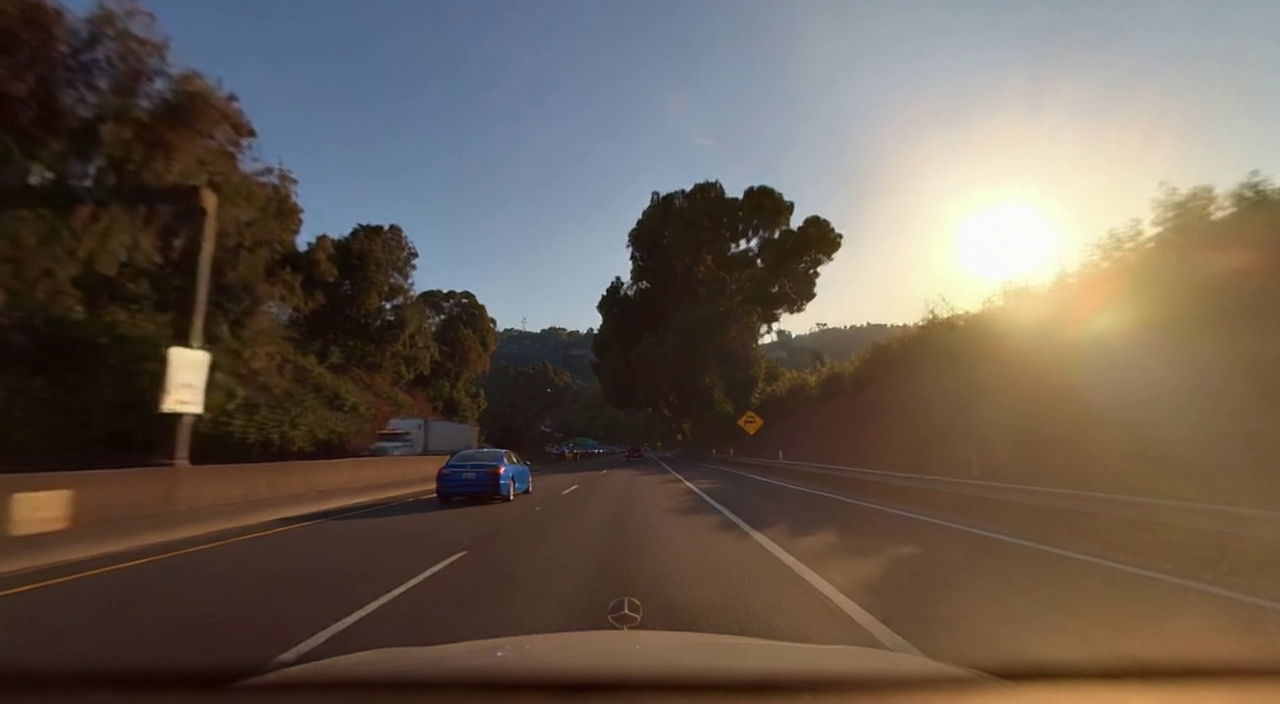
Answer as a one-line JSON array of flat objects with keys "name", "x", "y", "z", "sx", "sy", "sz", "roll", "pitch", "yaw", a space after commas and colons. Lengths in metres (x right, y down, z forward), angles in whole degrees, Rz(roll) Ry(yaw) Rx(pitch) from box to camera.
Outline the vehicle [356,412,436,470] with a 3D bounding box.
[{"name": "vehicle", "x": -16.933, "y": 6.283, "z": 44.262, "sx": 3.013, "sy": 3.781, "sz": 6.029, "roll": 0, "pitch": -8, "yaw": 1}]

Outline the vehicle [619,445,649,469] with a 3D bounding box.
[{"name": "vehicle", "x": -0.394, "y": 7.297, "z": 44.151, "sx": 2.011, "sy": 1.590, "sz": 3.607, "roll": 0, "pitch": -9, "yaw": 1}]

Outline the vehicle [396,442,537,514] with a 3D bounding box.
[{"name": "vehicle", "x": -4.013, "y": 2.992, "z": 15.567, "sx": 2.157, "sy": 1.483, "sz": 4.601, "roll": 0, "pitch": -9, "yaw": 0}]
